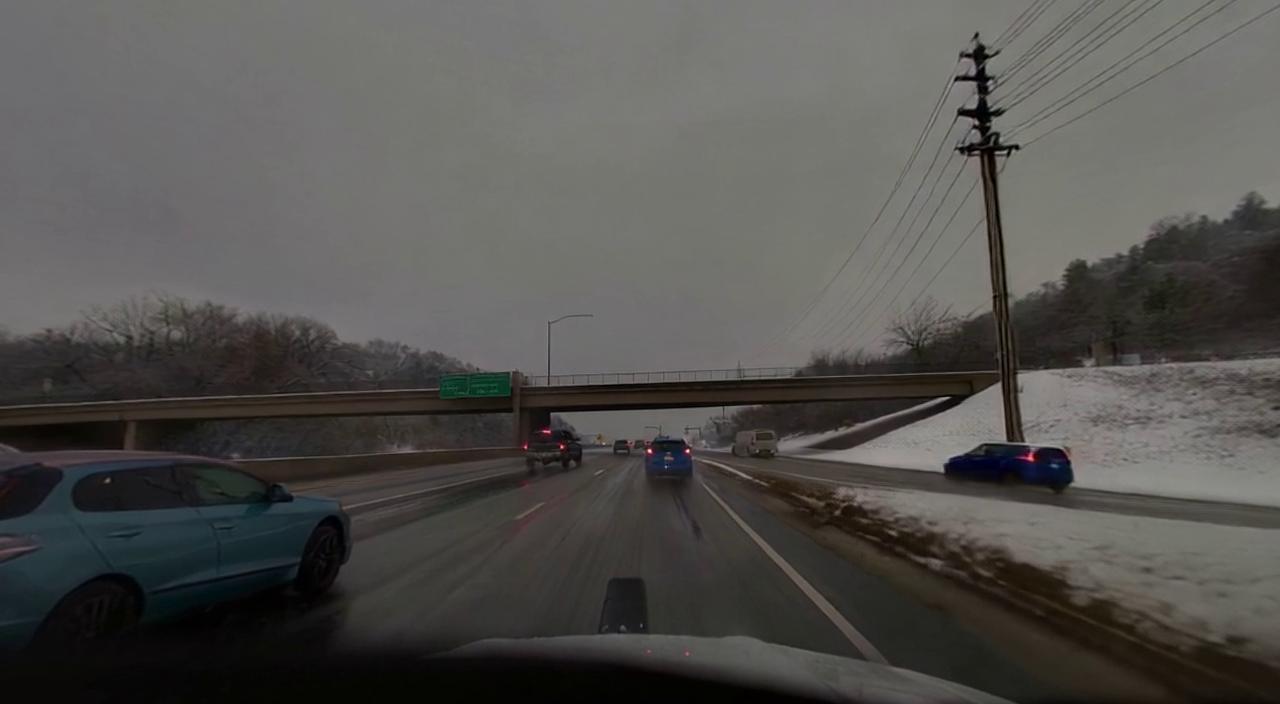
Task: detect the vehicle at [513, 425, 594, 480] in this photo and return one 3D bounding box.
[{"bbox_3d":[-3.134,3.792,23.935,2.228,1.845,4.847,-1,-8,2],"label":"vehicle"}]

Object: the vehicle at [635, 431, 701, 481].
[{"bbox_3d":[0.936,3.794,23.224,2.193,1.651,3.946,0,-8,0],"label":"vehicle"}]

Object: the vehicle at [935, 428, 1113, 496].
[{"bbox_3d":[12.285,3.537,20.688,2.059,1.938,4.793,2,-9,-14],"label":"vehicle"}]
